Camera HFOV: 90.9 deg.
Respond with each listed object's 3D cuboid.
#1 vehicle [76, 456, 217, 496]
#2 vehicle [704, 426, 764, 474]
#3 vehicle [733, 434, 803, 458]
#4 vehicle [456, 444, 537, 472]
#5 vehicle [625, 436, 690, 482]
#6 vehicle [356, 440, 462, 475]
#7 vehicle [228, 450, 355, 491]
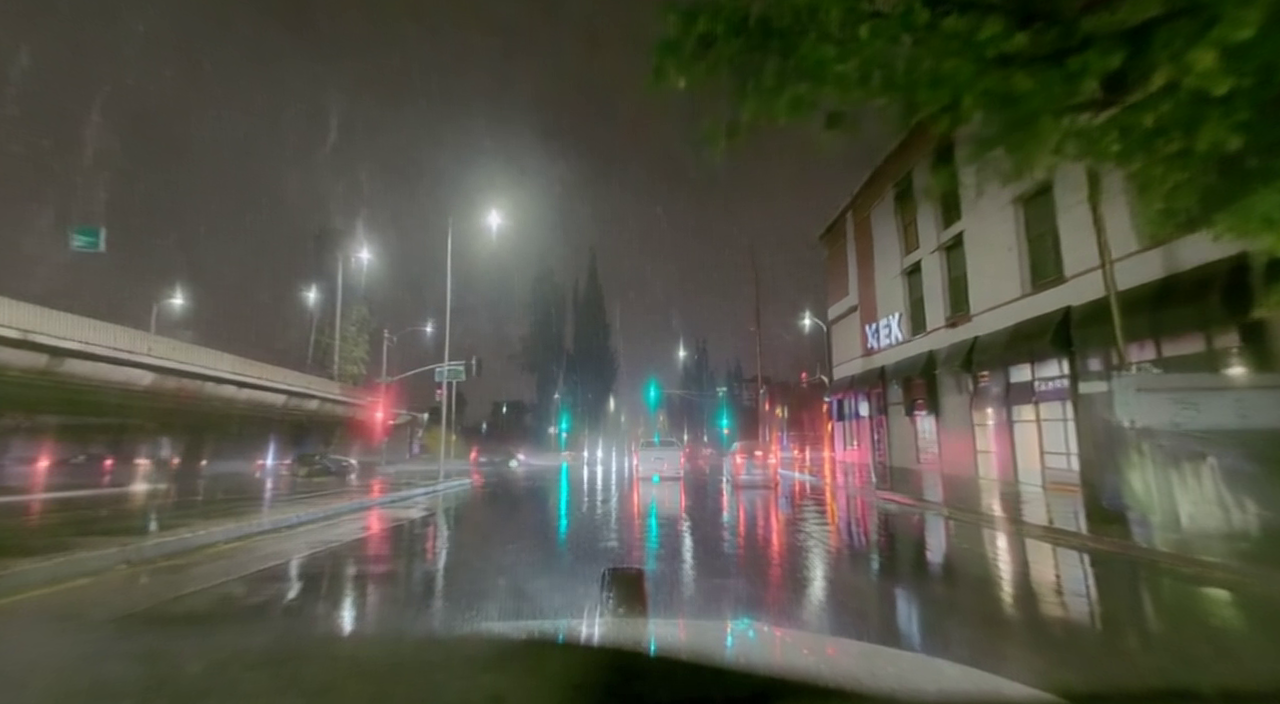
[{"bbox_3d":[-21.021,5.239,27.053,1.873,1.462,4.283,-5,-10,30],"label":"vehicle"},{"bbox_3d":[4.222,4.488,29.019,2.080,1.999,4.379,0,-8,0],"label":"vehicle"},{"bbox_3d":[9.532,7.014,47.163,4.698,1.736,1.945,2,-9,-14],"label":"vehicle"},{"bbox_3d":[-8.413,6.222,37.192,1.860,1.543,4.302,-8,-11,43],"label":"vehicle"},{"bbox_3d":[0.573,3.788,22.653,2.101,1.467,4.210,0,-8,0],"label":"vehicle"},{"bbox_3d":[-13.725,6.282,37.845,2.322,1.916,5.640,-6,-10,32],"label":"vehicle"},{"bbox_3d":[-15.413,5.207,28.146,1.832,1.611,4.546,-6,-10,32],"label":"vehicle"}]
